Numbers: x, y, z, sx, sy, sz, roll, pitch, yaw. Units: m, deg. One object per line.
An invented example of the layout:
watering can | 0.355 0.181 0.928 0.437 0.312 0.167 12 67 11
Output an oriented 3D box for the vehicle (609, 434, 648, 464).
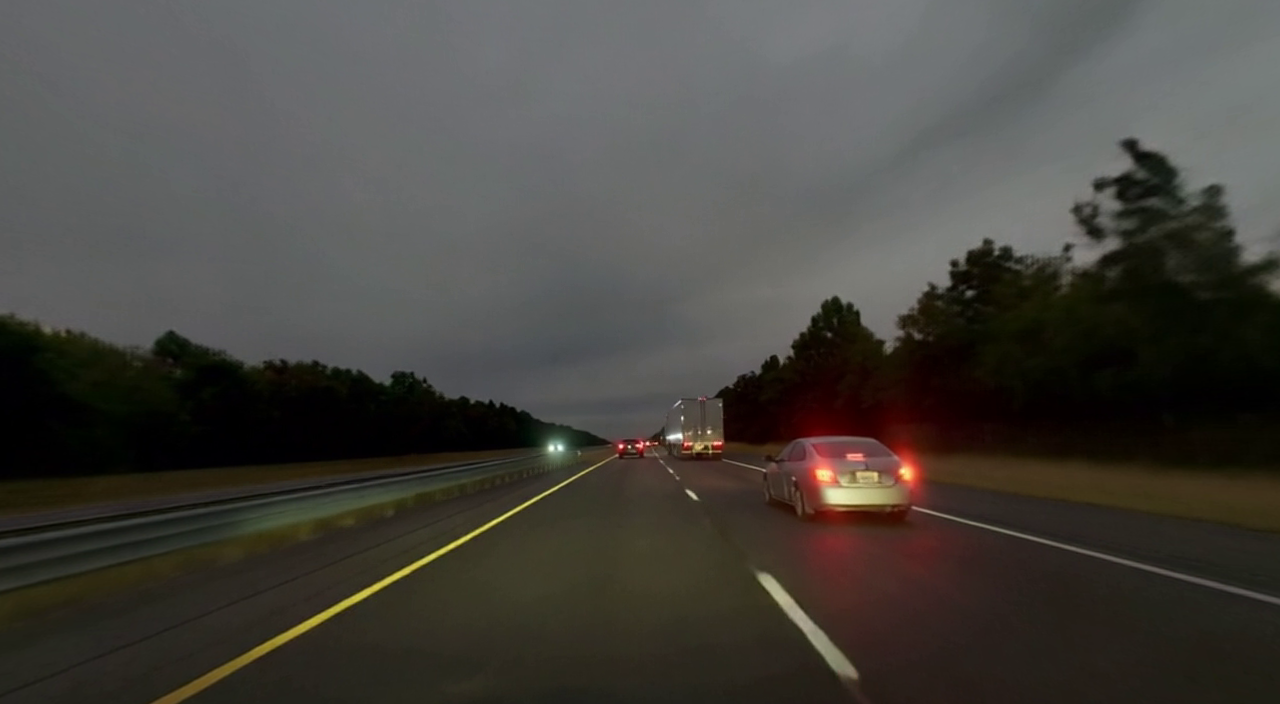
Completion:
vehicle | -0.641 5.776 37.796 2.192 1.623 4.887 0 -8 0

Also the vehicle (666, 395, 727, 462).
vehicle | 3.696 5.541 44.835 2.919 4.004 13.911 0 -8 0

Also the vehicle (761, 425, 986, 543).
vehicle | 3.502 2.035 10.509 2.072 1.534 4.300 0 -8 0
